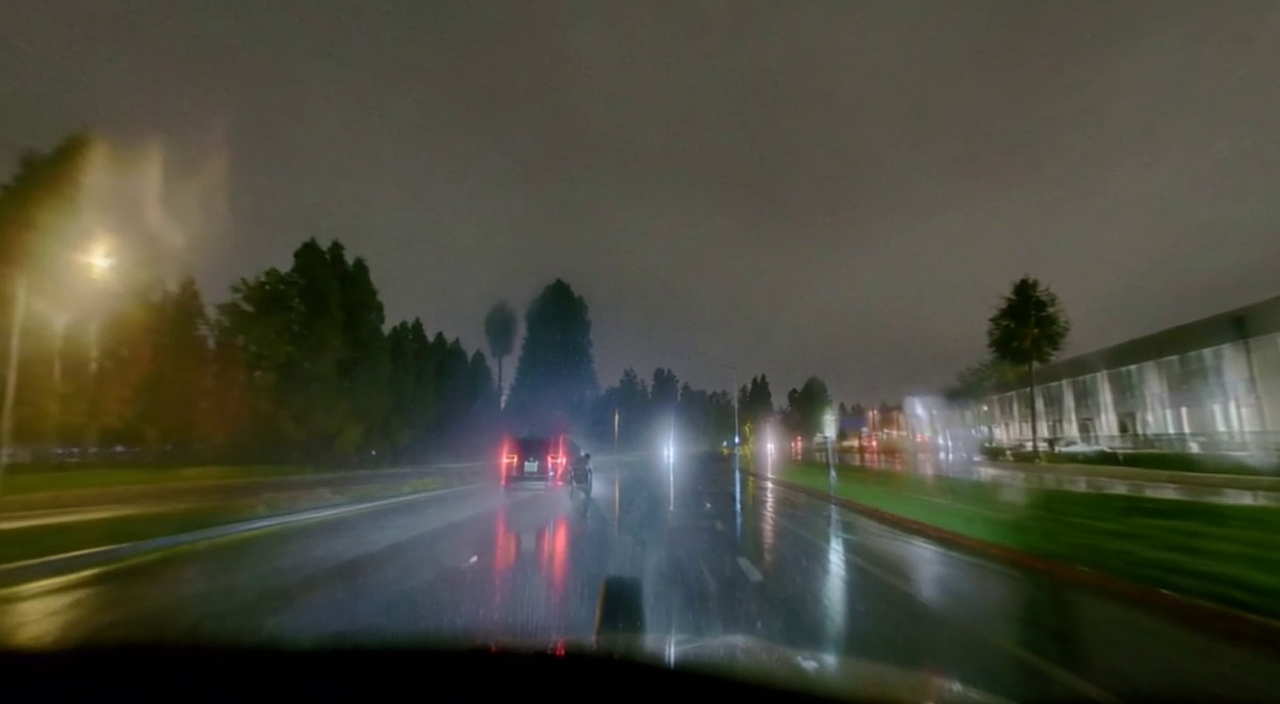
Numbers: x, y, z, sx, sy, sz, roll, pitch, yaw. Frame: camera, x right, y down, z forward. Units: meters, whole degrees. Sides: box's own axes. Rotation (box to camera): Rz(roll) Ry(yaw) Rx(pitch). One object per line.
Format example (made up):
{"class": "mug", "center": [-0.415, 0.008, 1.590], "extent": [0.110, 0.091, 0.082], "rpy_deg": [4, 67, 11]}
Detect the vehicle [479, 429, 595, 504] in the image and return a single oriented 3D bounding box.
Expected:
{"class": "vehicle", "center": [-2.554, 2.999, 16.912], "extent": [2.121, 1.724, 4.392], "rpy_deg": [-1, -9, 3]}
